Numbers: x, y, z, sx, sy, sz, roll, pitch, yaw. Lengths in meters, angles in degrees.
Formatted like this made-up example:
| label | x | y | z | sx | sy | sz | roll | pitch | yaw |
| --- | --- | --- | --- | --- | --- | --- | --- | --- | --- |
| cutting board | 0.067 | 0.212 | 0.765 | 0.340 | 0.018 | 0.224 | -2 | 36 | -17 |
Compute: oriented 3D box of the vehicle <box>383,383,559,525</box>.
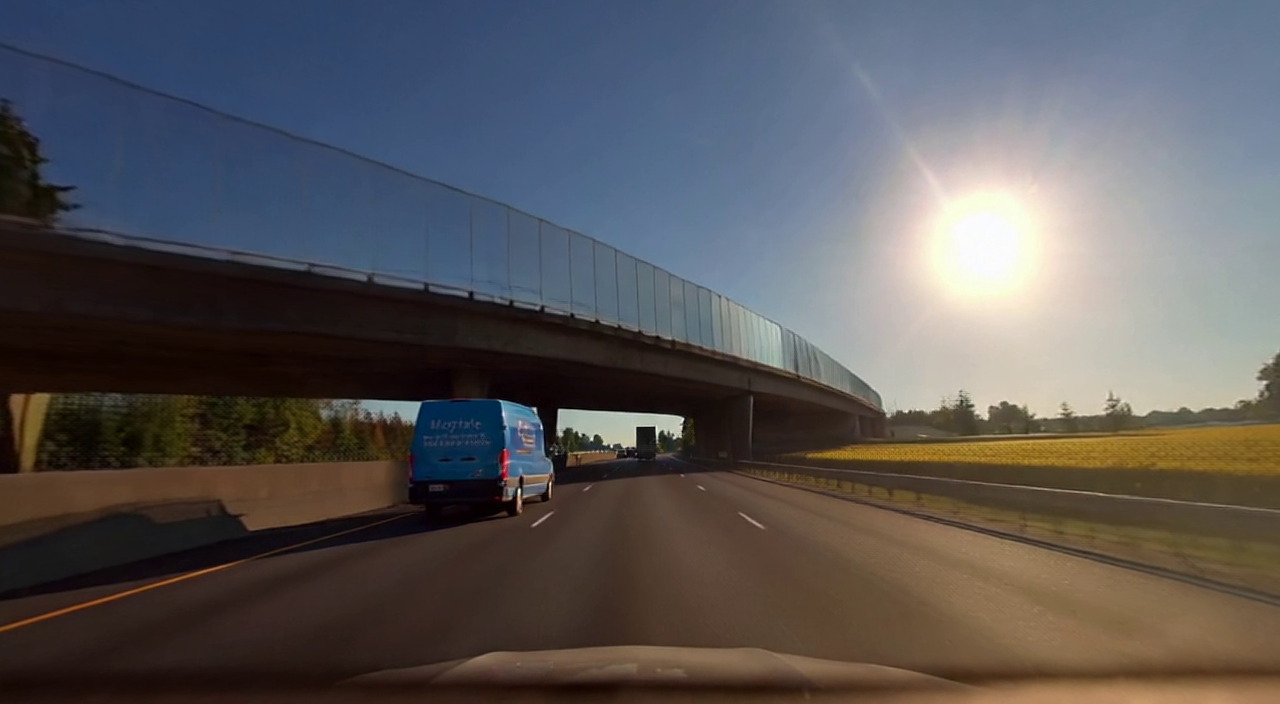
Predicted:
| label | x | y | z | sx | sy | sz | roll | pitch | yaw |
| --- | --- | --- | --- | --- | --- | --- | --- | --- | --- |
| vehicle | -3.605 | 2.427 | 15.337 | 2.320 | 2.636 | 7.021 | 0 | -9 | 0 |
